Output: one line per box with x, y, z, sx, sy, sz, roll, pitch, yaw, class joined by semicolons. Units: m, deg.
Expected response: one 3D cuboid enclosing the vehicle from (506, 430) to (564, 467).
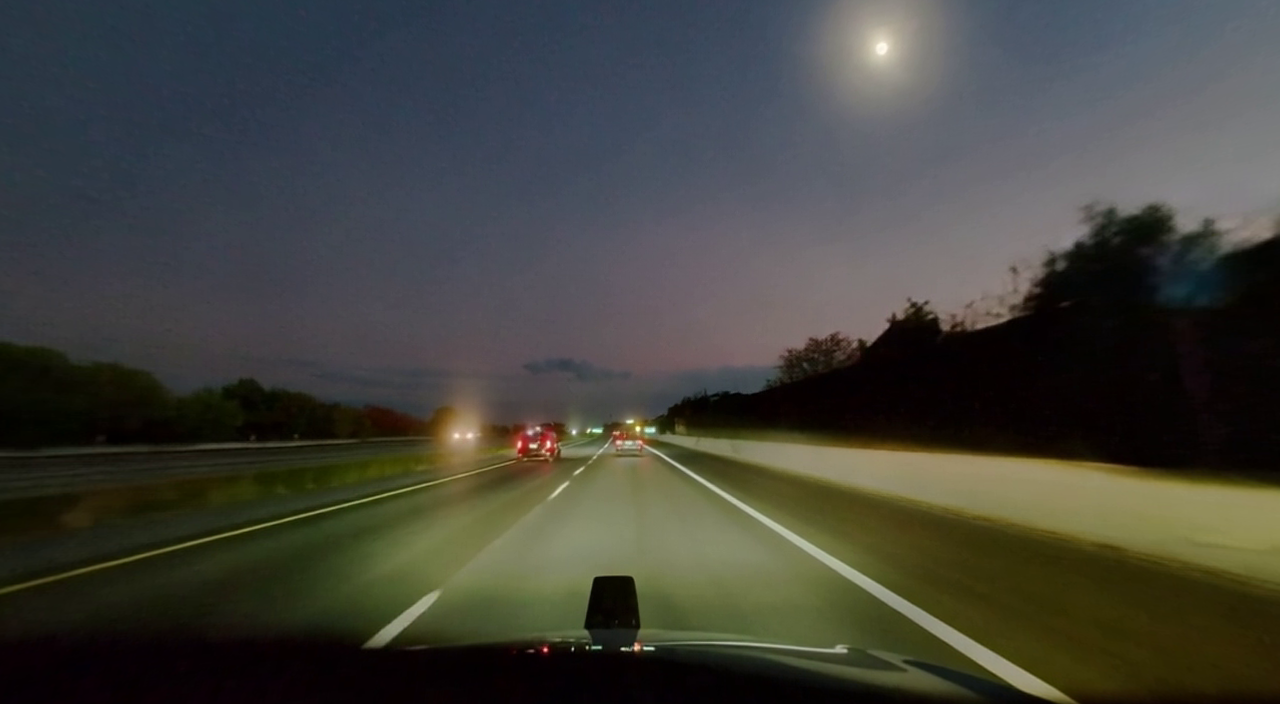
-4.604;4.313;28.296;1.975;1.518;4.242;0;-8;-1;vehicle

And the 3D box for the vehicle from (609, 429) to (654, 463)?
-0.489;4.762;32.237;2.162;1.616;4.242;0;-8;-2;vehicle
